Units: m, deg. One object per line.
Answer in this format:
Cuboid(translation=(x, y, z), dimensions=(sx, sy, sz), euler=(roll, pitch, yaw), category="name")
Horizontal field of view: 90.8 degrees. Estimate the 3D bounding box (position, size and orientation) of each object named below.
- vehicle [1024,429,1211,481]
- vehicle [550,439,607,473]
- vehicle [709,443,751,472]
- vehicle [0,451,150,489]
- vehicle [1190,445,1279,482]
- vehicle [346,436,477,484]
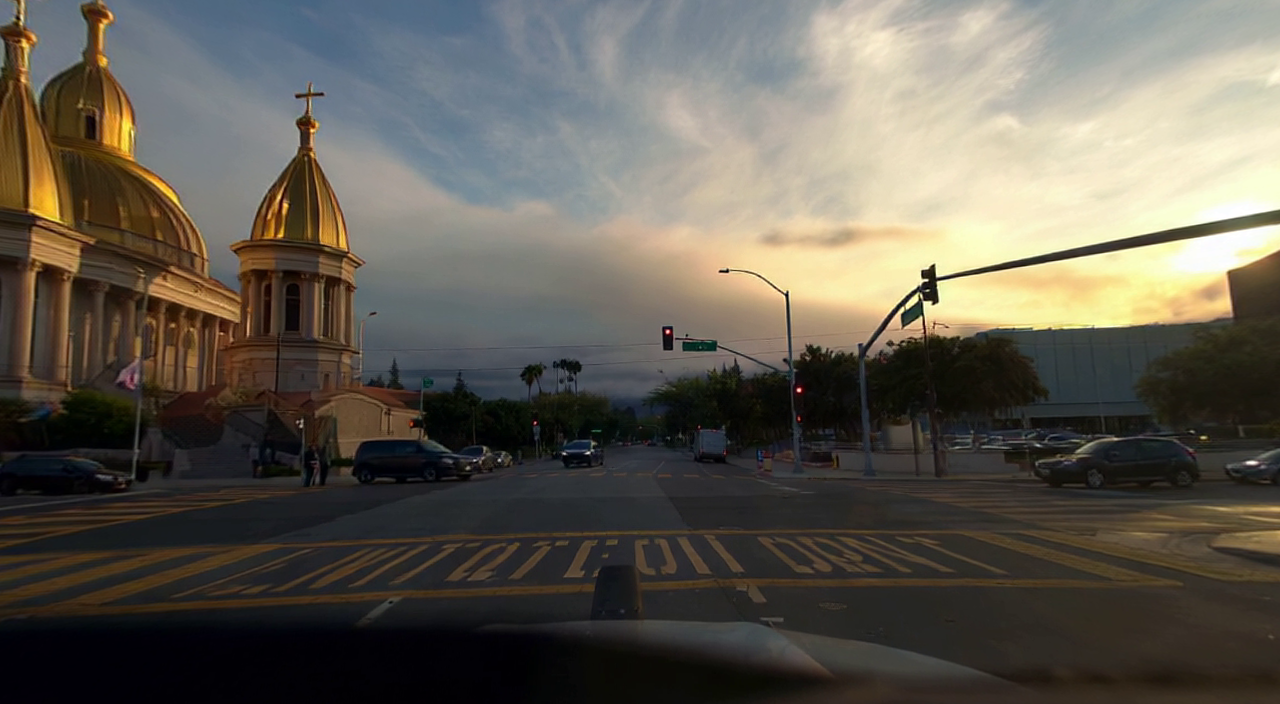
Cuboid(translation=(19.877, 4.320, 26.566), dimensions=(5.852, 2.057, 2.361), euler=(0, -8, 1), category="vehicle")
Cuboid(translation=(-3.293, 5.747, 35.126), dimensions=(2.223, 1.692, 4.688), euler=(-1, -9, 6), category="vehicle")
Cuboid(translation=(5.823, 6.860, 41.488), dimensions=(1.969, 1.776, 4.329), euler=(0, -8, -2), category="vehicle")
Cuboid(translation=(-23.374, 4.858, 26.218), dimensions=(4.479, 1.476, 1.873), euler=(0, -8, 2), category="vehicle")
Cuboid(translation=(26.383, 4.684, 26.669), dimensions=(4.561, 1.475, 1.850), euler=(0, -8, 0), category="vehicle")
Cuboid(translation=(-8.831, 4.175, 24.717), dimensions=(4.567, 1.724, 2.051), euler=(3, -9, -18), category="vehicle")
